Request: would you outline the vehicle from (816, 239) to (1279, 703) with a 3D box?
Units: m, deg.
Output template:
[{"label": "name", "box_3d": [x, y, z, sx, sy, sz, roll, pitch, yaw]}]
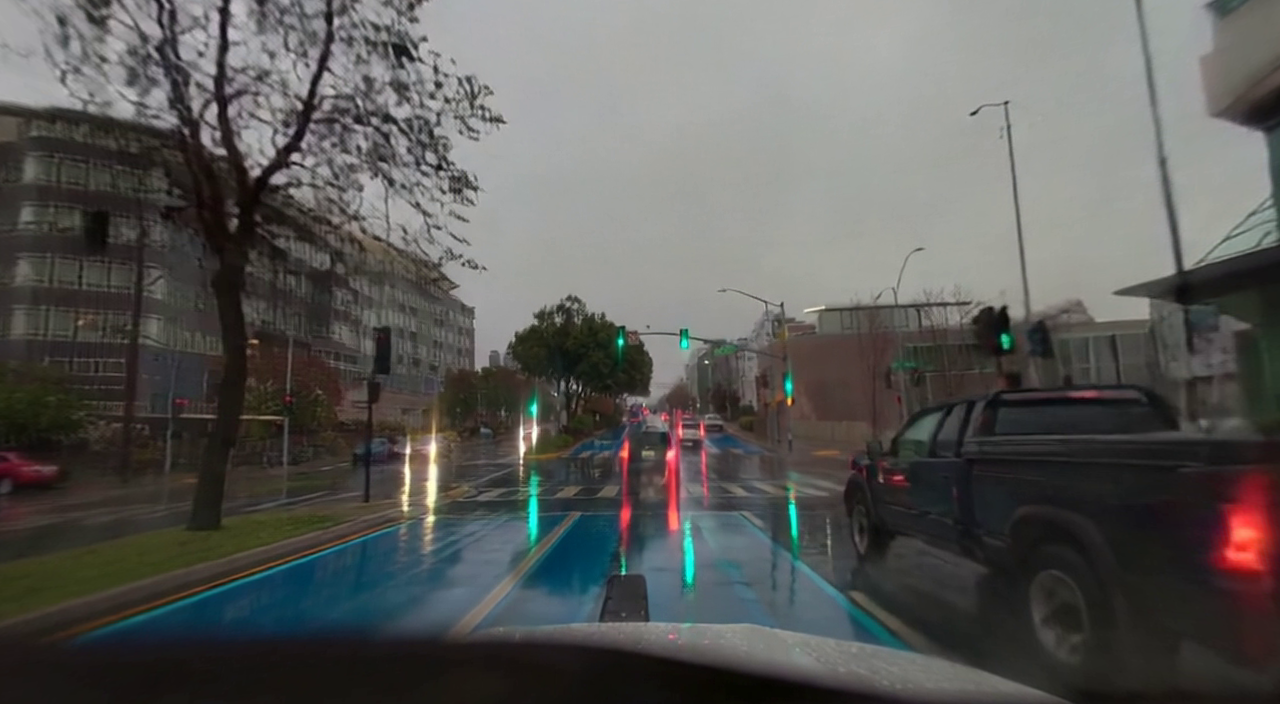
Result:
[{"label": "vehicle", "box_3d": [3.383, 1.002, 4.368, 2.487, 2.048, 6.443, 0, -9, 0]}]

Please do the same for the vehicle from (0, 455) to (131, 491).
[{"label": "vehicle", "box_3d": [-27.614, 5.739, 30.330, 1.857, 1.535, 4.900, -1, -9, 4]}]

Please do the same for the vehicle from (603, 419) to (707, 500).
[{"label": "vehicle", "box_3d": [0.314, 2.698, 16.074, 2.283, 1.773, 4.255, 0, -9, 0]}]

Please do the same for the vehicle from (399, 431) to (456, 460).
[{"label": "vehicle", "box_3d": [-13.470, 5.978, 40.227, 2.062, 1.697, 4.321, 0, -9, 1]}]

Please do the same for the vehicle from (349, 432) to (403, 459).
[{"label": "vehicle", "box_3d": [-19.312, 6.868, 46.323, 2.060, 1.867, 4.626, 0, -9, -2]}]
